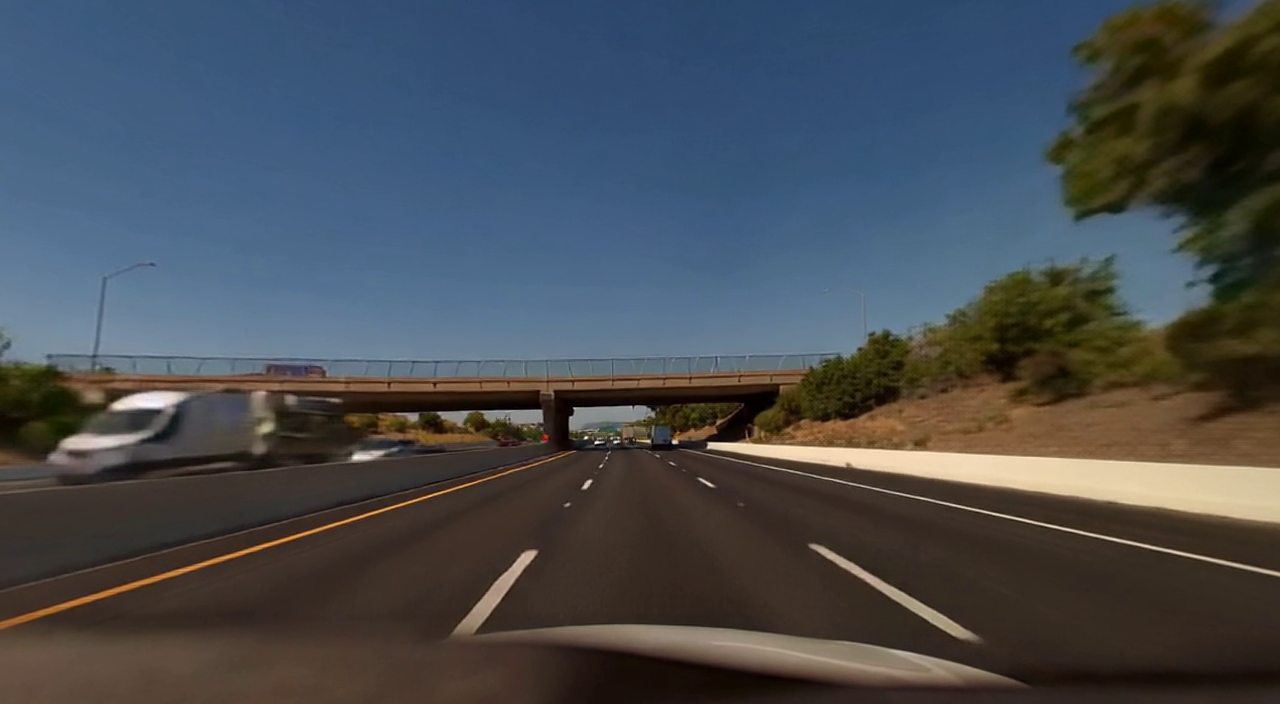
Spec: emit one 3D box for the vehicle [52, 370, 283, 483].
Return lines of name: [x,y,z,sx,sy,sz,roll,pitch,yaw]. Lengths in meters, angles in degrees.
vehicle: [-19.624,3.333,27.310,3.015,4.022,9.156,-1,-8,-2]

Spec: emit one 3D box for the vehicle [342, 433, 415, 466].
vehicle: [-13.894,5.200,33.724,2.091,1.638,4.615,0,-8,-2]

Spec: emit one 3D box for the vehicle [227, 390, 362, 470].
vehicle: [-19.883,4.666,37.186,2.854,4.064,9.261,-1,-8,-1]
